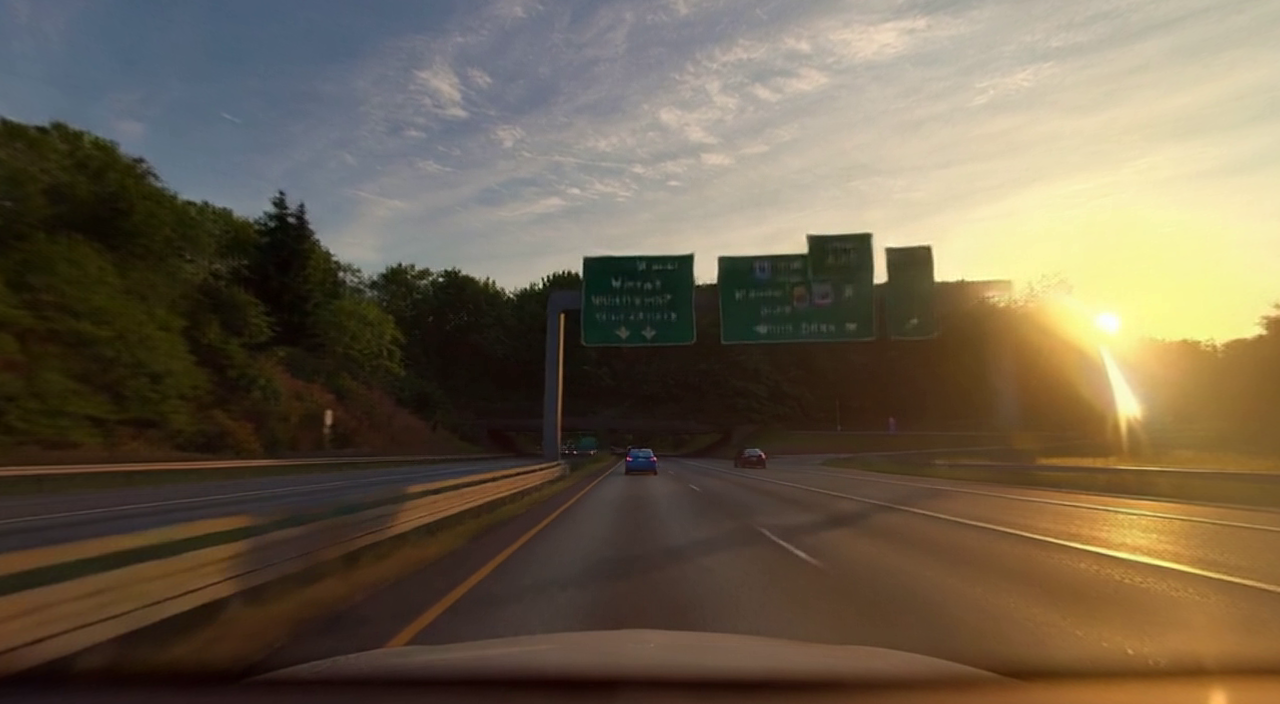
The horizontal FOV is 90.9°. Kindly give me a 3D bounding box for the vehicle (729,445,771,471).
[{"bbox_3d":[7.437,7.190,42.955,2.006,1.639,4.087,0,-9,-1],"label":"vehicle"}]

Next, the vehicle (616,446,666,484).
[{"bbox_3d":[0.008,4.892,27.668,2.069,1.523,4.012,0,-9,-1],"label":"vehicle"}]
